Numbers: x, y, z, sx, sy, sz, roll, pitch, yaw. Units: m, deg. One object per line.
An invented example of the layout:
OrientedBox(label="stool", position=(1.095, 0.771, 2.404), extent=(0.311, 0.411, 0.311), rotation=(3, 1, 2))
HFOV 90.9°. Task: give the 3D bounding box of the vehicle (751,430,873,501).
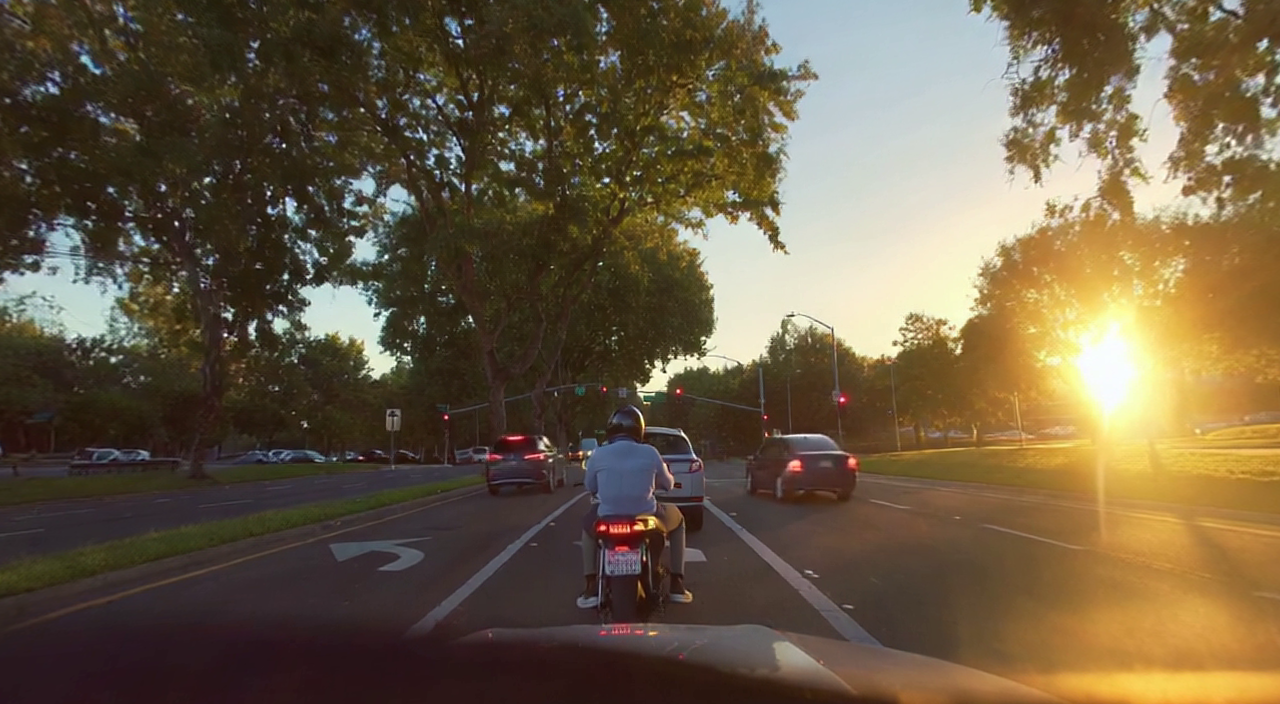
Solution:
OrientedBox(label="vehicle", position=(4.446, 2.996, 17.110), extent=(2.075, 1.661, 4.229), rotation=(0, -8, 0))

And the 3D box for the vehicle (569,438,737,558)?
OrientedBox(label="vehicle", position=(0.137, 2.143, 10.121), extent=(2.093, 1.450, 4.437), rotation=(0, -8, -1))

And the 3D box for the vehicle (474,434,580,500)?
OrientedBox(label="vehicle", position=(-3.125, 3.301, 18.592), extent=(2.056, 1.647, 5.045), rotation=(-1, -8, 2))
